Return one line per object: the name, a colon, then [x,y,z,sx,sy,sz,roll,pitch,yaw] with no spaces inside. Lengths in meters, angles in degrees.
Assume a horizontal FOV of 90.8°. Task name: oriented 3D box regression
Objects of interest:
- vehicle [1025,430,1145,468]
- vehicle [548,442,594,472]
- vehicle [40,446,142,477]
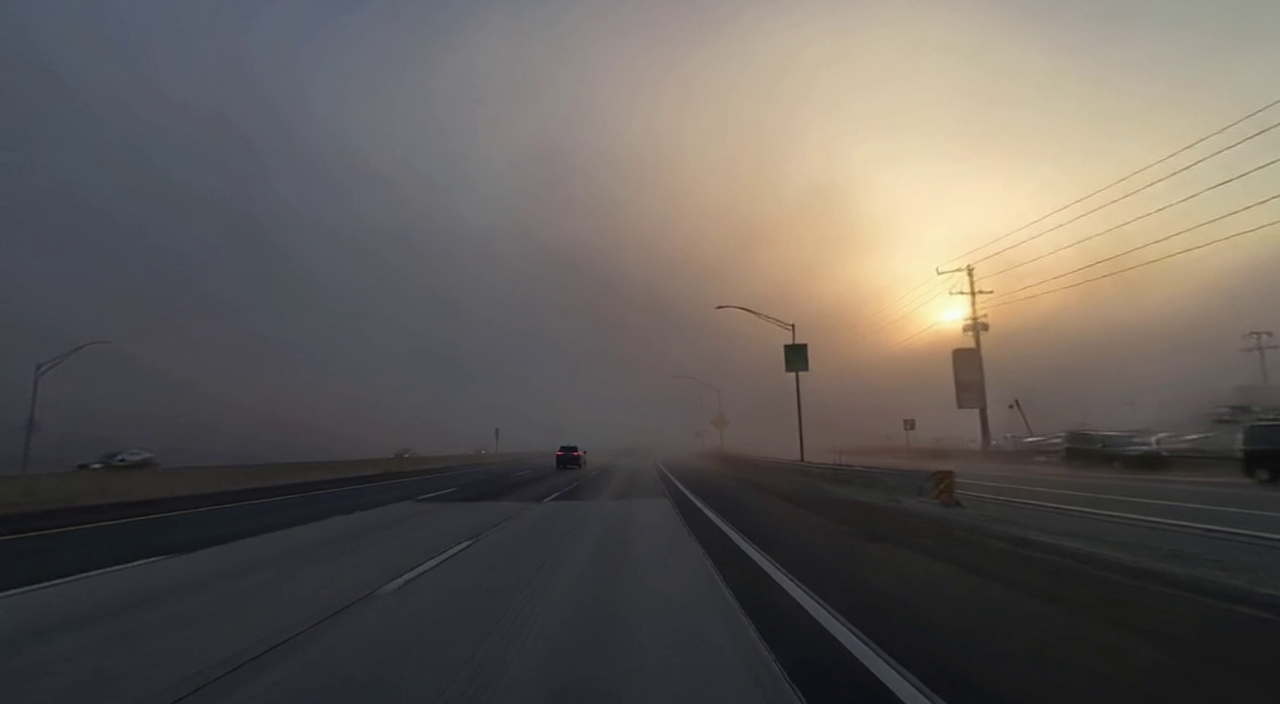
vehicle: [19.041,4.192,27.337,1.826,1.487,4.419,0,-9,-3]
vehicle: [-3.684,5.679,34.419,1.940,1.479,4.545,0,-9,1]
vehicle: [-33.101,6.578,38.272,1.994,1.741,4.559,0,-9,1]
